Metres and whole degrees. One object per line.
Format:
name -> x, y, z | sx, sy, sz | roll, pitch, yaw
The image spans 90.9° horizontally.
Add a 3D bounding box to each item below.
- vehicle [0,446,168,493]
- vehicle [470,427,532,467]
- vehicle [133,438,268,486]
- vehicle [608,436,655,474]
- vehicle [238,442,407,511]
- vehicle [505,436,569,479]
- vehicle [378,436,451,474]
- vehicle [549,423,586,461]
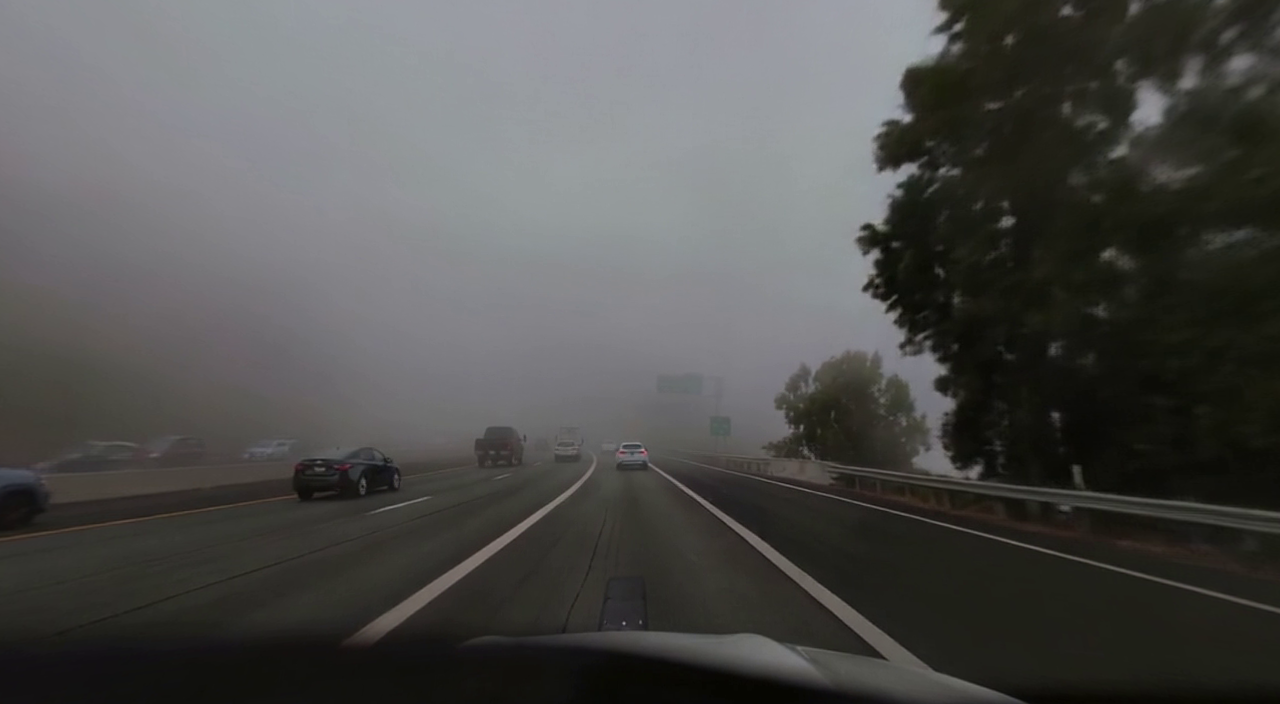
vehicle -> -19.681, 4.121, 22.677 | 1.951, 1.471, 4.676 | 0, -8, -3
vehicle -> -8.782, 6.090, 40.594 | 2.773, 2.402, 6.232 | 0, -8, -2
vehicle -> -16.063, 4.009, 23.400 | 1.926, 1.587, 4.354 | 0, -8, -2
vehicle -> -0.417, 4.840, 29.957 | 2.092, 1.671, 3.772 | 0, -8, -2
vehicle -> -7.622, 2.990, 15.754 | 1.896, 1.465, 4.399 | 0, -8, 1
vehicle -> -4.160, 4.335, 26.215 | 2.005, 1.631, 4.295 | 0, -8, -1
vehicle -> -11.805, 5.408, 33.391 | 2.079, 1.807, 5.187 | 0, -8, -2
vehicle -> -5.357, 6.732, 47.315 | 2.279, 2.672, 5.256 | 0, -8, -2
